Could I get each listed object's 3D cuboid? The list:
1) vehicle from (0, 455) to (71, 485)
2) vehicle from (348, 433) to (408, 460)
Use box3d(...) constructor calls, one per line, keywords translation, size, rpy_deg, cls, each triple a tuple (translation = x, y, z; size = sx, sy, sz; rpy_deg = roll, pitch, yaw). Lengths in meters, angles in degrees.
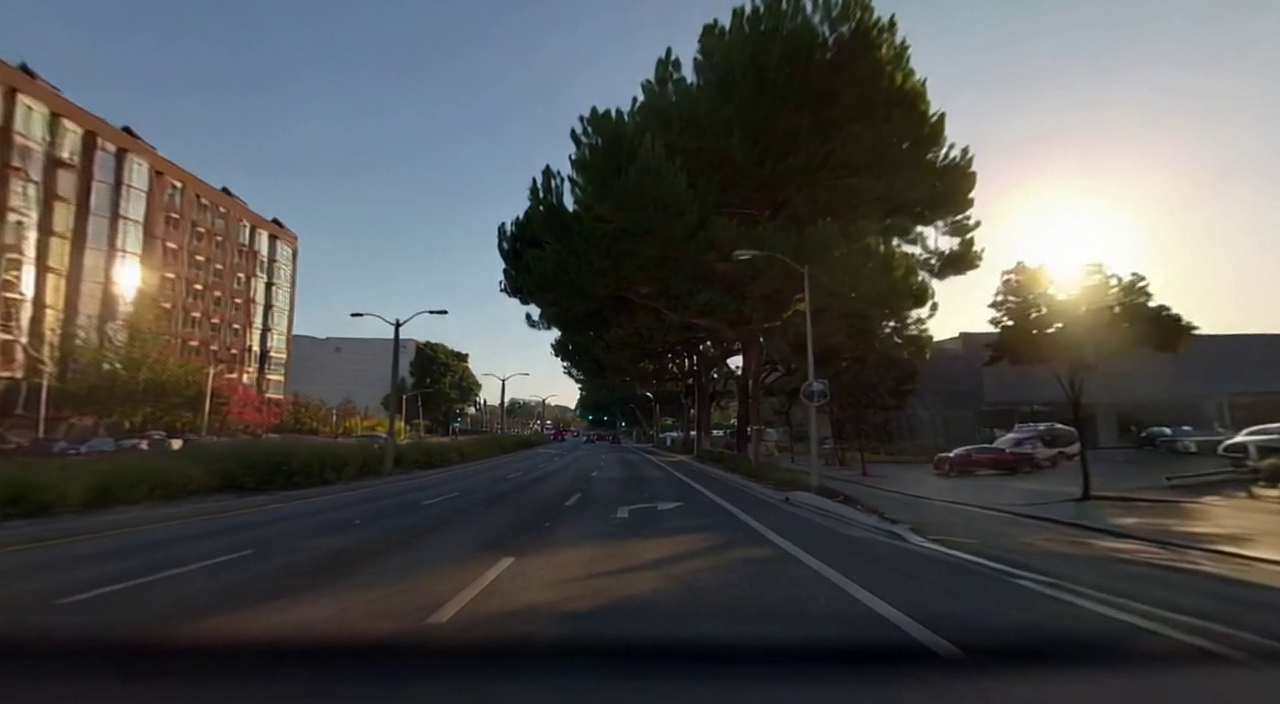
box3d(translation=(-32.659, 6.196, 33.318), size=(1.794, 1.427, 3.715), rpy_deg=(0, -8, 0), cls="vehicle")
box3d(translation=(-18.621, 6.756, 45.130), size=(2.066, 1.791, 4.878), rpy_deg=(0, -8, 1), cls="vehicle")
